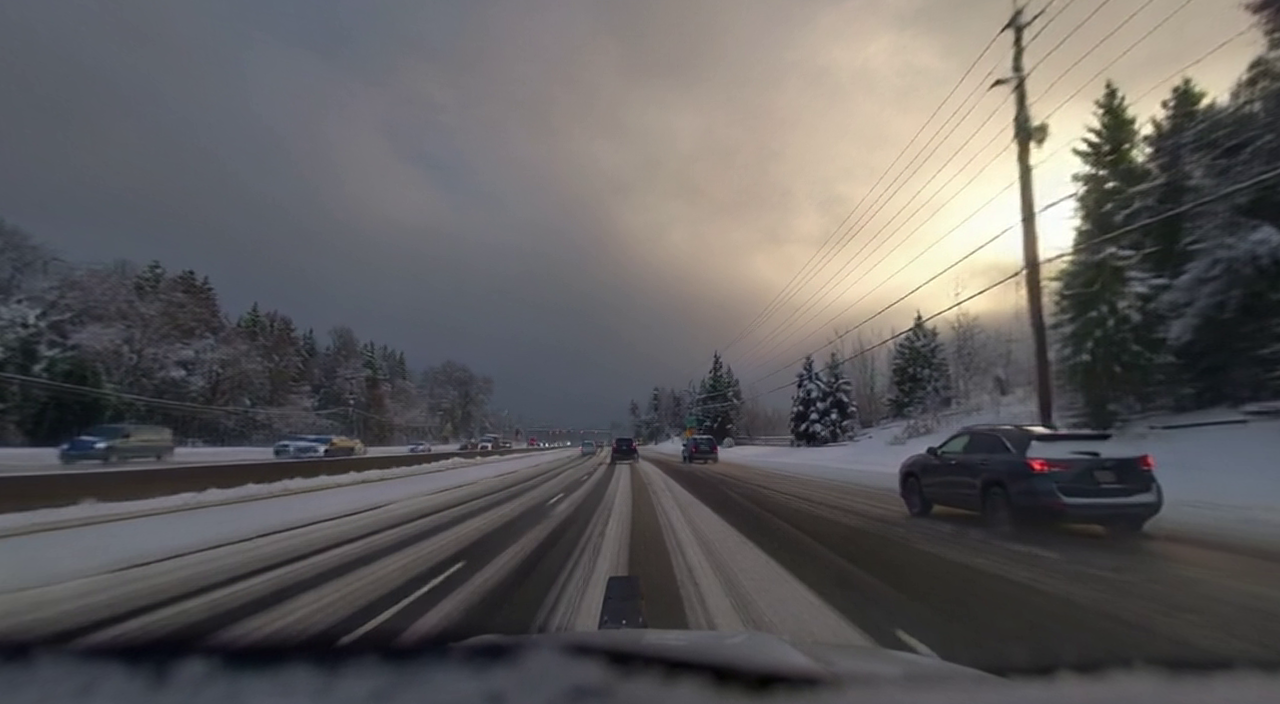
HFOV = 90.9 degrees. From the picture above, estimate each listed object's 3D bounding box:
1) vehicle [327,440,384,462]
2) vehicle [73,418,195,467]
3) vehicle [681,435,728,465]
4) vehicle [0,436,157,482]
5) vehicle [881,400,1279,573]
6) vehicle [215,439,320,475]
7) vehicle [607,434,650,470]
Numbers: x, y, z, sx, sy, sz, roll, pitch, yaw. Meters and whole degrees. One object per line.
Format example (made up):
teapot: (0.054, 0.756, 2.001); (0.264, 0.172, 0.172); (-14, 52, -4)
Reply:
vehicle: (-20.954, 7.328, 46.678); (1.881, 1.516, 5.010); (0, -8, 0)
vehicle: (-27.613, 4.965, 34.728); (2.283, 2.462, 5.387); (0, -8, -2)
vehicle: (3.929, 6.096, 39.417); (2.099, 1.720, 4.829); (0, -8, -4)
vehicle: (-20.520, 3.873, 23.138); (1.888, 1.487, 4.730); (0, -8, -1)
vehicle: (5.449, 1.696, 8.777); (2.102, 1.723, 4.745); (0, -8, -3)
vehicle: (-16.456, 4.640, 28.163); (1.902, 1.437, 4.601); (0, -8, 0)
vehicle: (-0.680, 5.430, 34.412); (2.192, 1.769, 4.287); (0, -8, -2)
